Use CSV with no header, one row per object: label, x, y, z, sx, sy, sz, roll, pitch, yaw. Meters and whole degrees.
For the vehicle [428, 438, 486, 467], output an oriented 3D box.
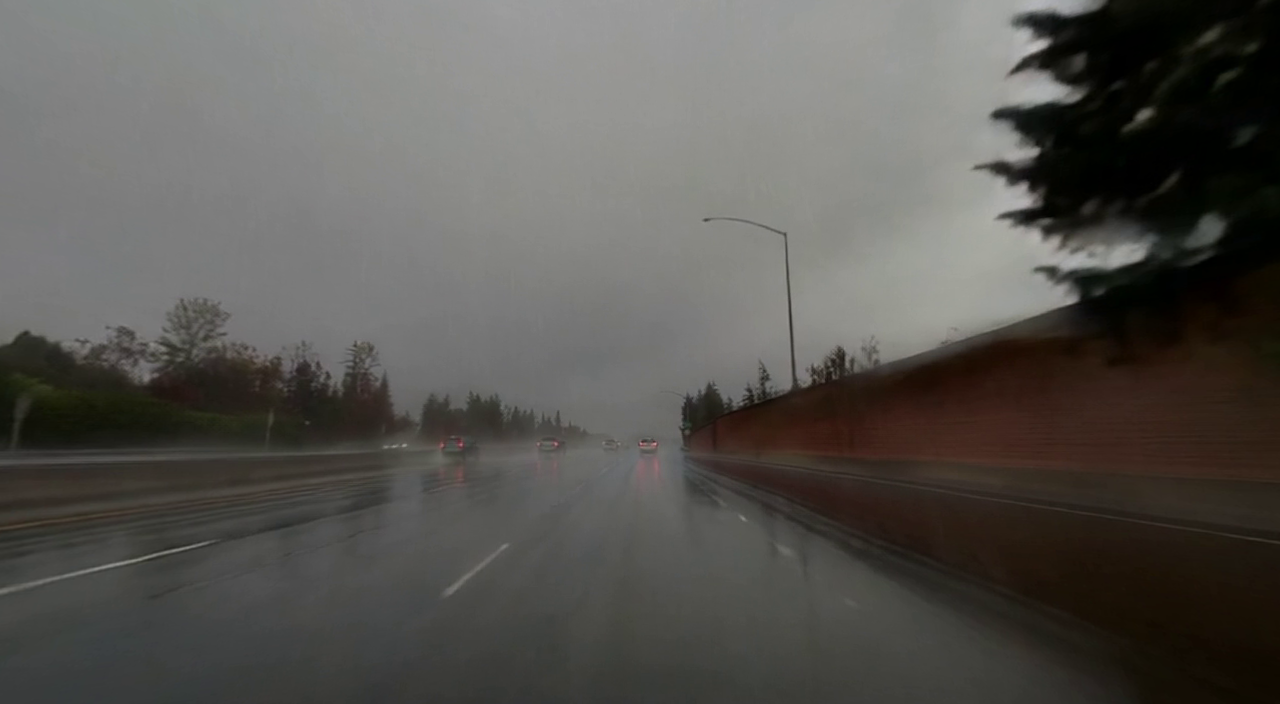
vehicle,-10.939,6.016,38.024,2.025,1.618,4.683,0,-8,1
